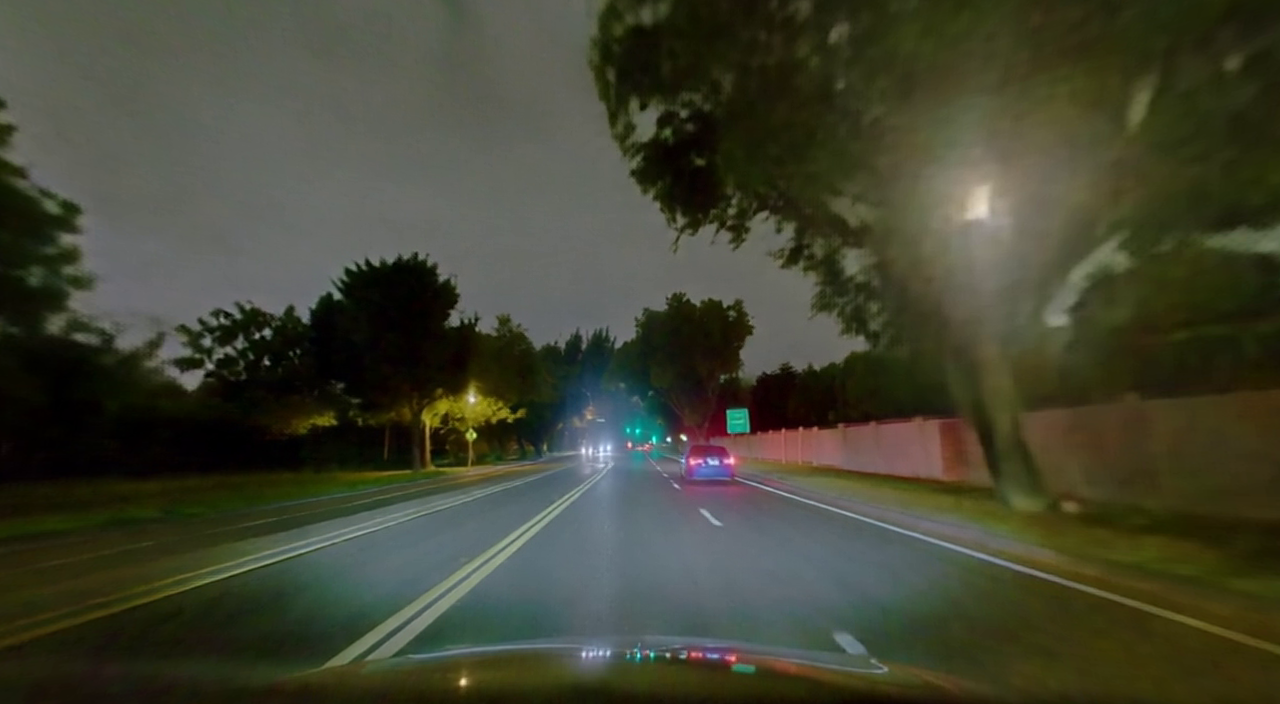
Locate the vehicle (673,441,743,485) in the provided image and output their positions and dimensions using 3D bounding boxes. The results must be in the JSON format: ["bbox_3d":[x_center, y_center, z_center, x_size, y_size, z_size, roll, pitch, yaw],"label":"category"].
[{"bbox_3d":[2.386,4.019,23.198,1.991,1.476,4.153,0,-9,-2],"label":"vehicle"}]
